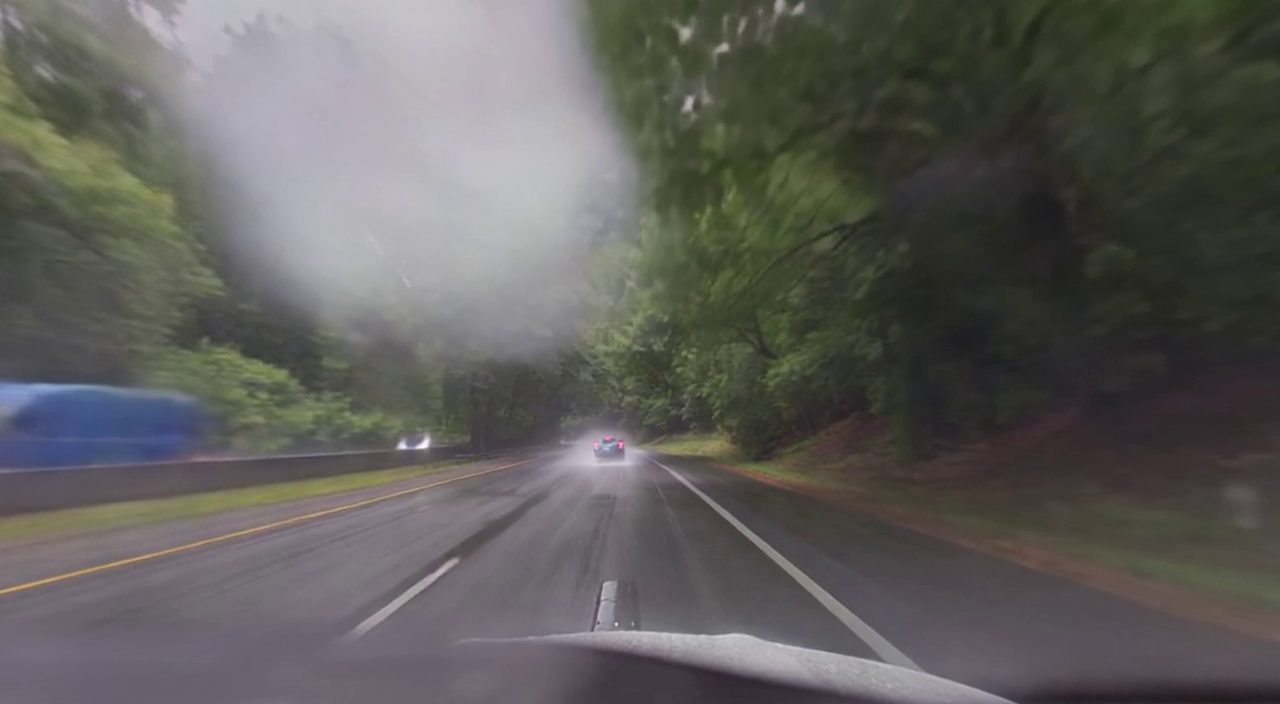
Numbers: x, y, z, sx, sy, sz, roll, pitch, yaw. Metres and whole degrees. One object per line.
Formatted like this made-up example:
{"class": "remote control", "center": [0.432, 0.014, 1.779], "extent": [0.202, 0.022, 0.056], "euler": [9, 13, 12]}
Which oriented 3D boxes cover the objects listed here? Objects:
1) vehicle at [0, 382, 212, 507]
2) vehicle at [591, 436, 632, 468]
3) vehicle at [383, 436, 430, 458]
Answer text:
{"class": "vehicle", "center": [-11.496, 1.832, 12.516], "extent": [2.237, 1.989, 5.436], "euler": [0, -8, -1]}
{"class": "vehicle", "center": [-1.425, 5.125, 32.528], "extent": [2.004, 1.515, 3.968], "euler": [0, -8, -1]}
{"class": "vehicle", "center": [-16.529, 6.727, 44.805], "extent": [1.923, 1.487, 4.154], "euler": [0, -8, -2]}
